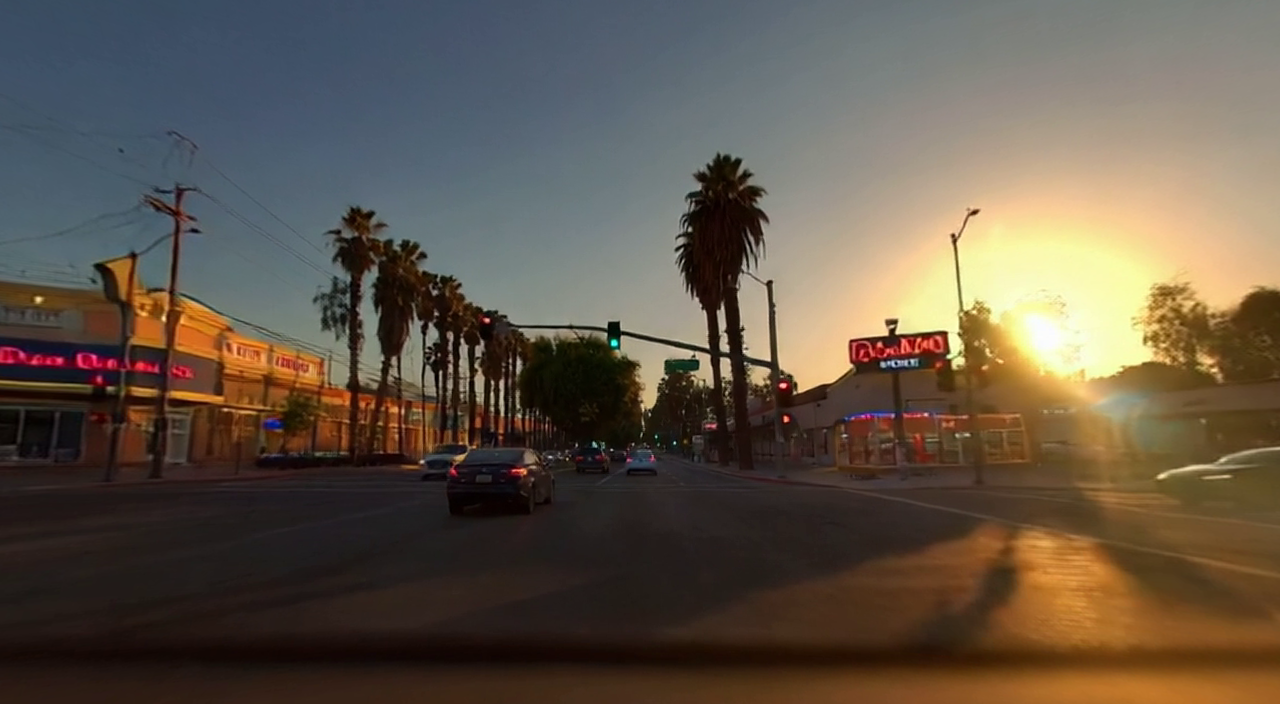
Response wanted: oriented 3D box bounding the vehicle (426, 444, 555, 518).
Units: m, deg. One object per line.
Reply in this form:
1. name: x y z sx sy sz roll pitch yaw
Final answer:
1. vehicle: -3.386 2.985 15.157 1.904 1.513 4.410 0 -8 2

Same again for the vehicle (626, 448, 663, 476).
1. vehicle: 0.241 6.521 37.398 2.094 1.496 4.070 0 -8 0

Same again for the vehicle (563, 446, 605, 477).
1. vehicle: -3.140 6.174 35.807 1.979 1.634 3.957 0 -8 1

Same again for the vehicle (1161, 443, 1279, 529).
1. vehicle: 12.648 2.382 11.527 4.361 1.428 1.944 0 -8 0
